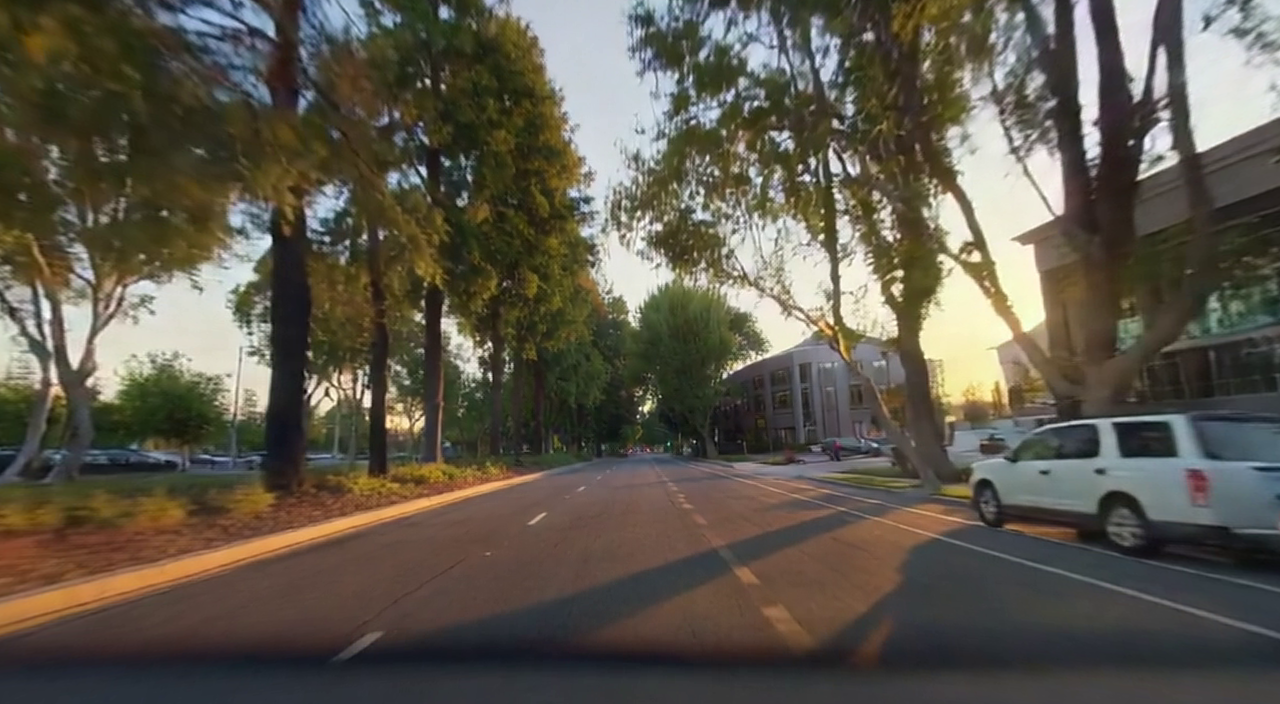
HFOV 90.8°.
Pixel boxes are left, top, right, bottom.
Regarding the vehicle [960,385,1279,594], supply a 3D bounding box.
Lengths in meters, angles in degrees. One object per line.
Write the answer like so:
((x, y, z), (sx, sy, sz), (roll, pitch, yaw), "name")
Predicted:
((7.149, 1.799, 9.038), (2.278, 2.069, 5.393), (0, -9, 0), "vehicle")
